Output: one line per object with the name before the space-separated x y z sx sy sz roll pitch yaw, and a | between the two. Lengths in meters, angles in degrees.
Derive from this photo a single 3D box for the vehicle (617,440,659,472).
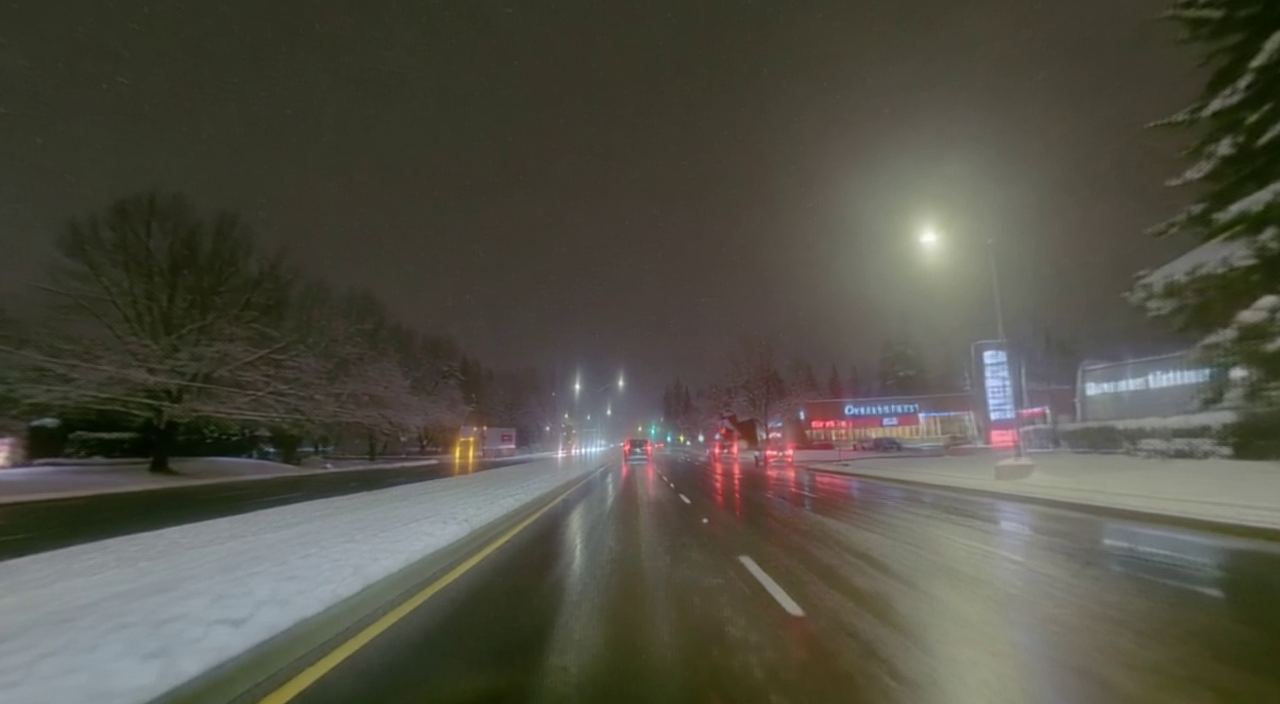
vehicle | -0.158 5.478 33.408 2.072 1.545 4.578 0 -8 -1
